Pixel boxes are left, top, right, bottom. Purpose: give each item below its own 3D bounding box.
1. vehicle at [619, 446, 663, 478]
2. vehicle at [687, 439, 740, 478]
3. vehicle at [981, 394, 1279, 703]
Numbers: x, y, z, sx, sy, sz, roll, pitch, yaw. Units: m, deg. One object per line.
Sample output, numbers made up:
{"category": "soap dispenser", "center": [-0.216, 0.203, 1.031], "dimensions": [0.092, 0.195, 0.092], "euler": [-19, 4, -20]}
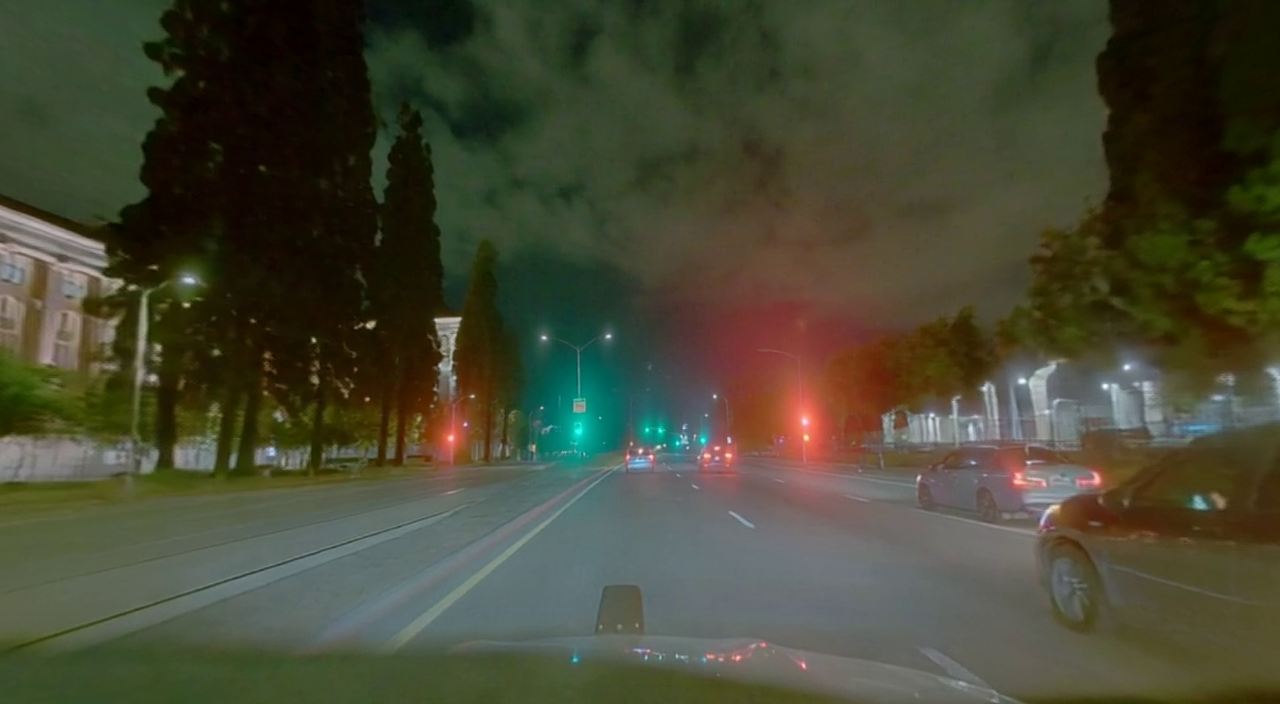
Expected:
{"category": "vehicle", "center": [0.038, 5.375, 31.135], "dimensions": [2.054, 1.446, 3.969], "euler": [0, -9, 0]}
{"category": "vehicle", "center": [3.616, 5.316, 31.782], "dimensions": [2.036, 1.757, 4.300], "euler": [0, -9, -1]}
{"category": "vehicle", "center": [3.754, 1.015, 3.130], "dimensions": [1.937, 1.538, 3.832], "euler": [0, -9, 0]}
